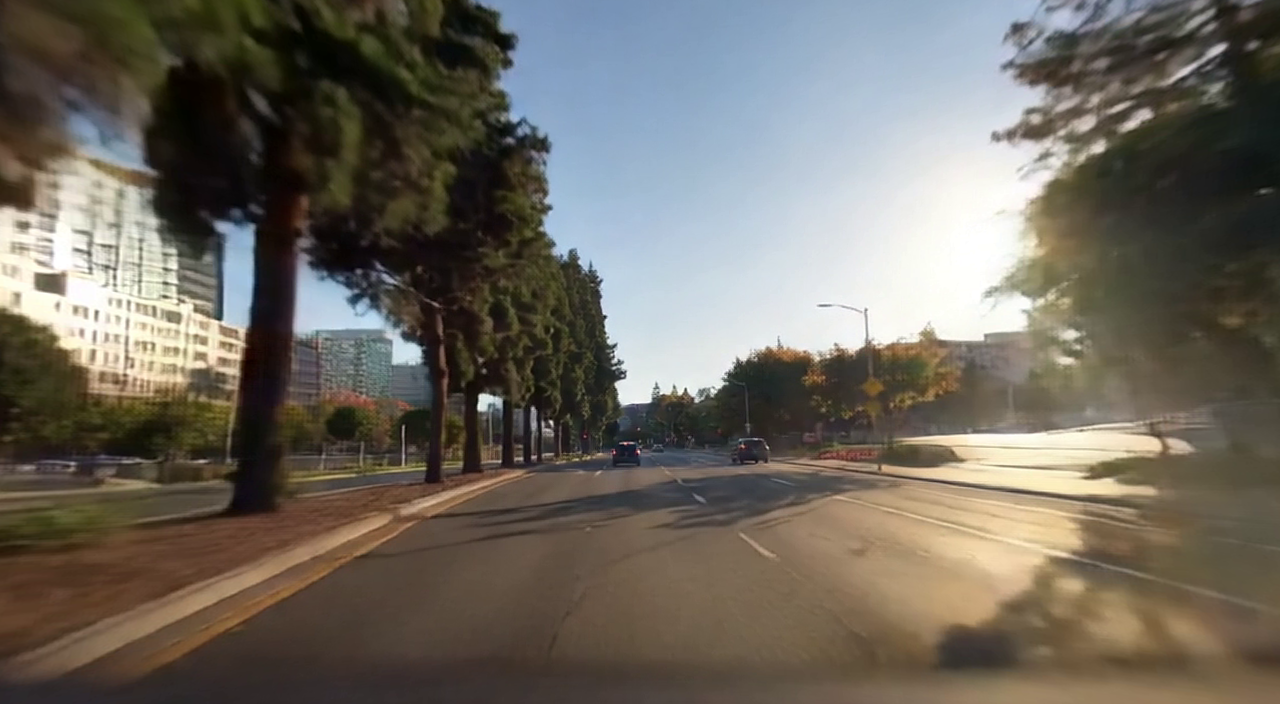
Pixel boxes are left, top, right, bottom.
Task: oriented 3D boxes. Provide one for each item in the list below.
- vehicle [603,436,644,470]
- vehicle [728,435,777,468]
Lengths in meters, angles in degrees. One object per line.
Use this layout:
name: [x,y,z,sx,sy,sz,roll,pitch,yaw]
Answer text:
vehicle: [-0.904,5.821,36.494,2.193,1.794,4.457,0,-8,0]
vehicle: [6.631,5.920,37.790,2.026,1.804,4.565,0,-9,-1]
